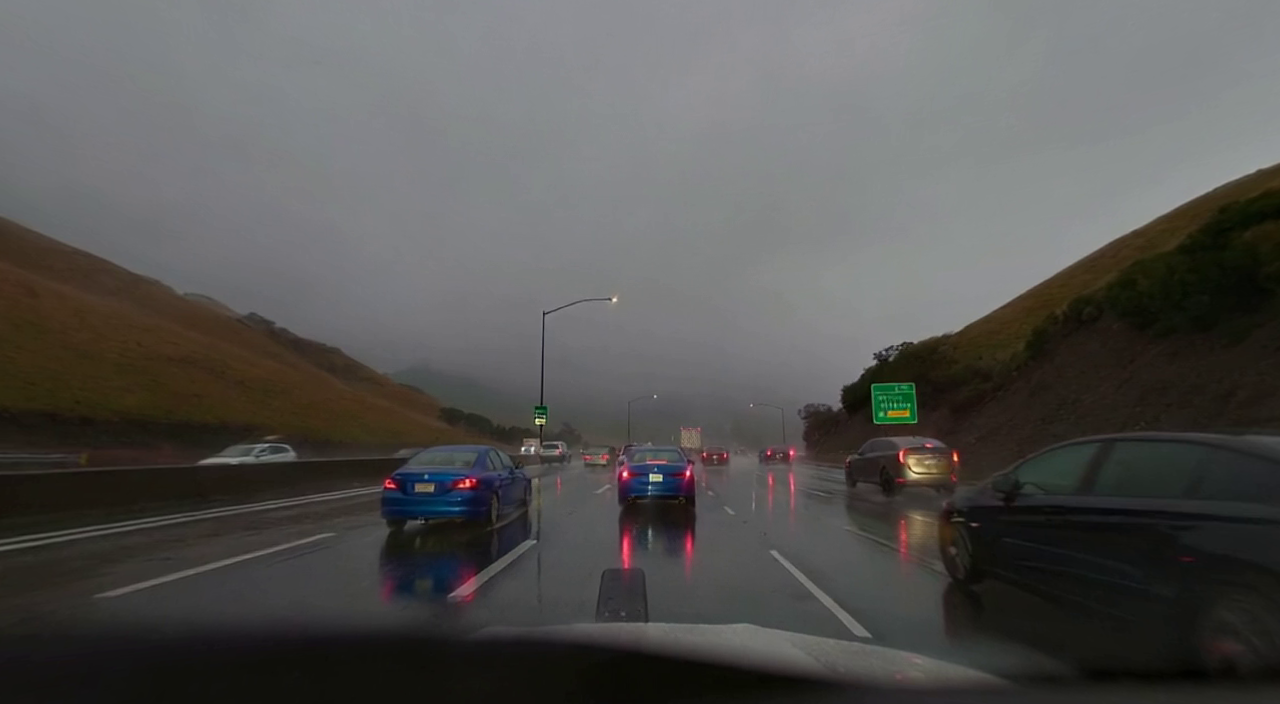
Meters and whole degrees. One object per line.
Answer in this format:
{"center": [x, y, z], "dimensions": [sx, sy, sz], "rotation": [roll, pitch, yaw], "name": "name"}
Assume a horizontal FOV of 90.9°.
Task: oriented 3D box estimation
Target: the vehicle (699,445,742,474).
{"center": [4.466, 6.023, 35.687], "dimensions": [1.966, 1.490, 4.410], "rotation": [-1, -8, 2], "name": "vehicle"}

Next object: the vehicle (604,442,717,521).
{"center": [0.392, 2.677, 13.611], "dimensions": [2.072, 1.431, 3.904], "rotation": [0, -8, 1], "name": "vehicle"}

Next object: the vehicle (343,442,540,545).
{"center": [-3.198, 2.352, 11.260], "dimensions": [2.017, 1.446, 4.384], "rotation": [0, -8, 1], "name": "vehicle"}

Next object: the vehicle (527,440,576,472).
{"center": [-5.648, 6.705, 40.833], "dimensions": [2.163, 1.899, 4.805], "rotation": [-1, -9, 4], "name": "vehicle"}

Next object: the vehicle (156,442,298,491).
{"center": [-16.465, 4.564, 25.575], "dimensions": [2.126, 1.757, 5.178], "rotation": [-1, -9, 2], "name": "vehicle"}

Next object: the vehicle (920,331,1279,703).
{"center": [3.377, 0.865, 2.888], "dimensions": [2.083, 1.693, 4.740], "rotation": [-1, -9, 1], "name": "vehicle"}

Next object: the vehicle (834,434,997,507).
{"center": [6.839, 2.988, 16.394], "dimensions": [2.032, 1.580, 4.928], "rotation": [0, -9, 0], "name": "vehicle"}

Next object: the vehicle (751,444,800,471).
{"center": [8.197, 6.390, 38.582], "dimensions": [2.097, 1.515, 4.593], "rotation": [-1, -8, 2], "name": "vehicle"}
